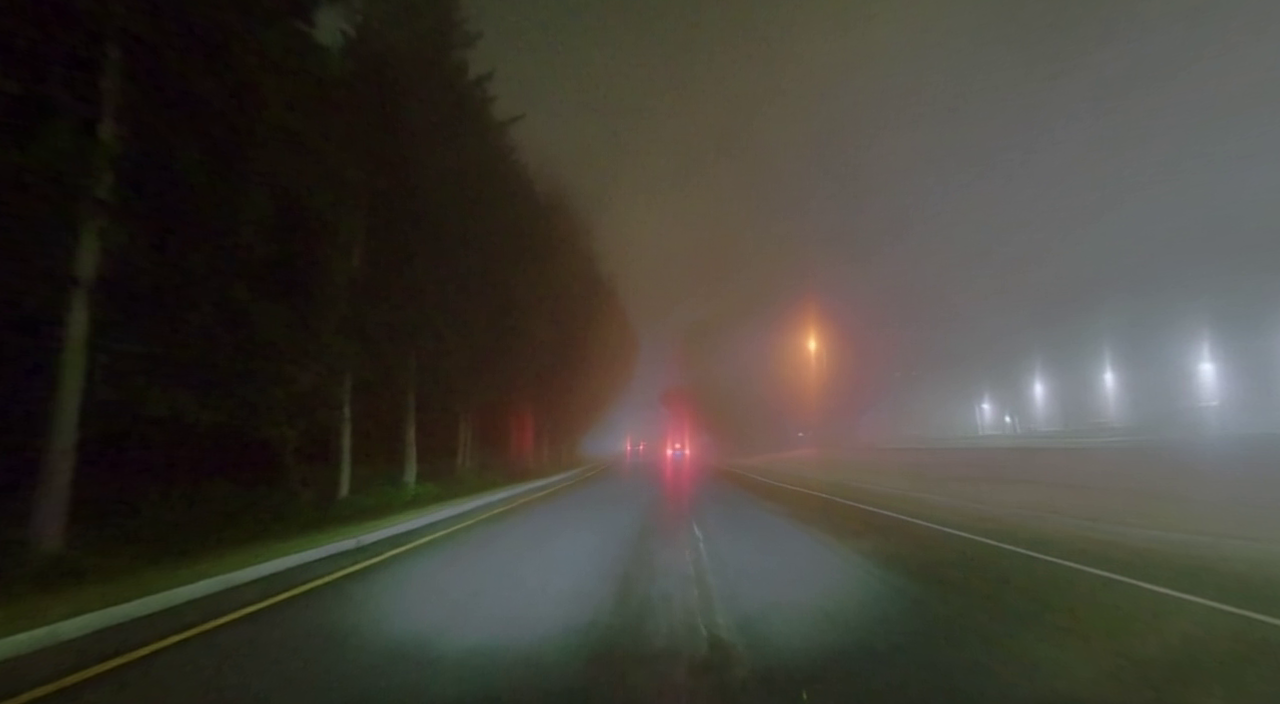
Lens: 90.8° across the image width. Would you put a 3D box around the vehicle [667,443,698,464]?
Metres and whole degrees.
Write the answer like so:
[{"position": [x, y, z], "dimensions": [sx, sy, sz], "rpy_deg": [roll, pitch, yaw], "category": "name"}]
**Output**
[{"position": [3.062, 7.473, 46.721], "dimensions": [1.925, 1.488, 4.271], "rpy_deg": [0, -8, -1], "category": "vehicle"}]
